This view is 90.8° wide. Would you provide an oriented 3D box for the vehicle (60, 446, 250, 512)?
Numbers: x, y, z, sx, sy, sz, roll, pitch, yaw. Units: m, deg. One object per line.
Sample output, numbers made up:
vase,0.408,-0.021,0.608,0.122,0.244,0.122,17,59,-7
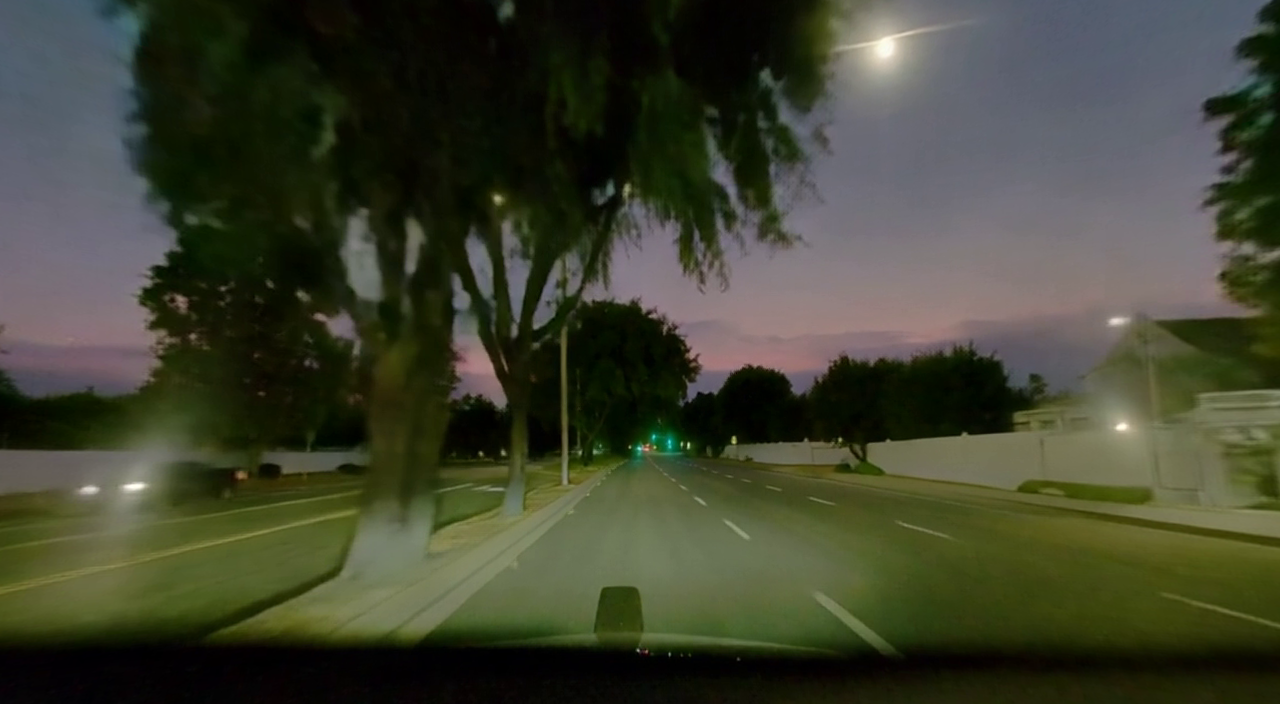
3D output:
vehicle,-14.348,3.730,19.142,1.919,1.700,4.685,0,-8,1
